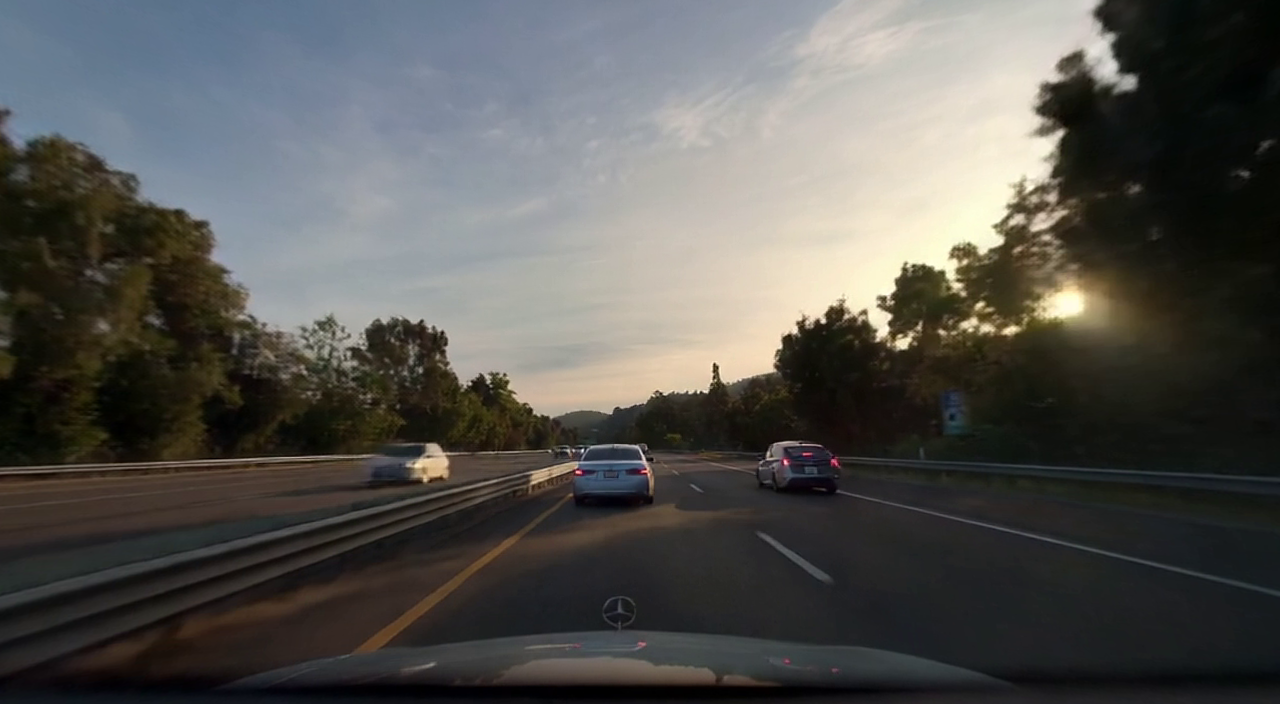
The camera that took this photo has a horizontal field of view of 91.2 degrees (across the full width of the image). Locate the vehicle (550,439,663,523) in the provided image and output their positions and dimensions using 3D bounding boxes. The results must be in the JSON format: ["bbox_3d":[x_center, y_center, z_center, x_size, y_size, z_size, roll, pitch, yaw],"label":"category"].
[{"bbox_3d":[-0.591,2.643,13.362,2.013,1.479,4.169,0,-9,0],"label":"vehicle"}]

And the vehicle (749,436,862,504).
[{"bbox_3d":[4.138,3.010,16.353,1.910,1.554,3.718,0,-9,0],"label":"vehicle"}]

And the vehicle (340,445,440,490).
[{"bbox_3d":[-8.895,4.121,22.700,1.840,1.474,4.203,0,-9,0],"label":"vehicle"}]
